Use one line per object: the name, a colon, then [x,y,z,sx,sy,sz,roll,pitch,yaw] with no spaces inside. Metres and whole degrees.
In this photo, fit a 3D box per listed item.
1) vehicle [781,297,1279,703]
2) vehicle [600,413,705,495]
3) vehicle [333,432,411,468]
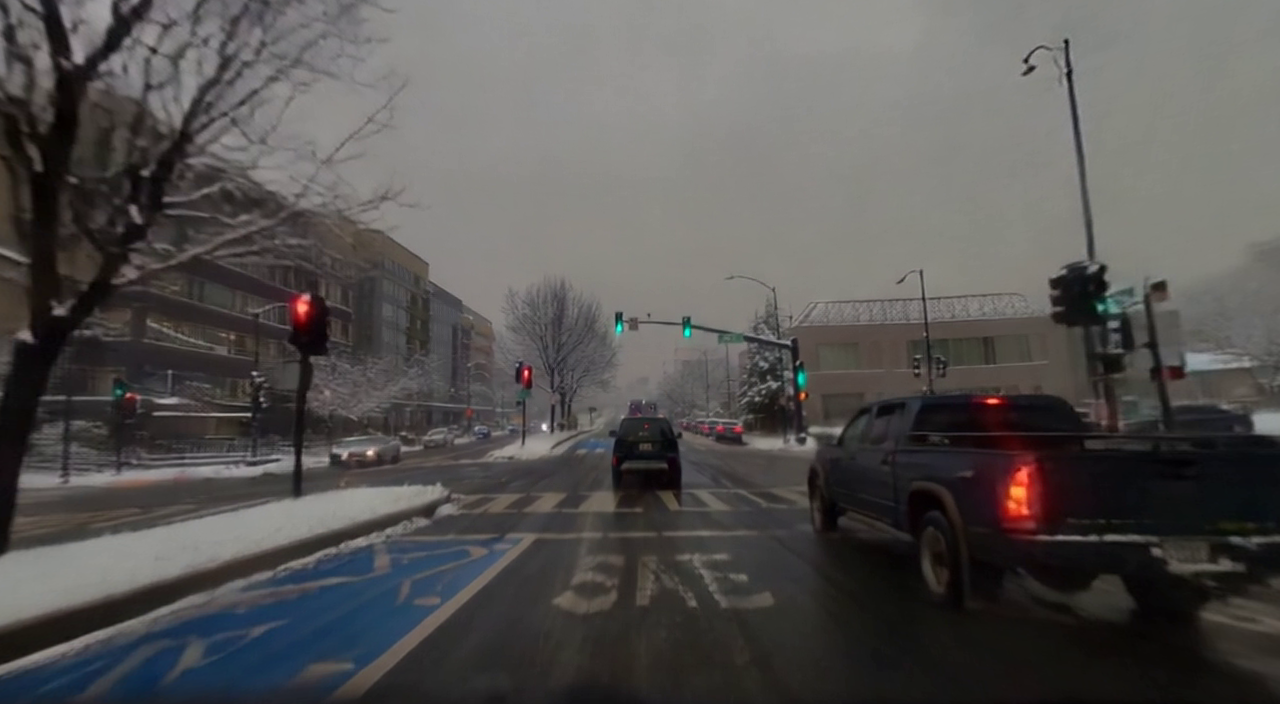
vehicle: [3.394,1.210,6.251,2.487,2.048,6.443,0,-9,0]
vehicle: [0.258,2.555,15.957,2.283,1.773,4.255,0,-9,0]
vehicle: [-13.515,4.980,32.175,2.062,1.697,4.321,0,-8,0]
